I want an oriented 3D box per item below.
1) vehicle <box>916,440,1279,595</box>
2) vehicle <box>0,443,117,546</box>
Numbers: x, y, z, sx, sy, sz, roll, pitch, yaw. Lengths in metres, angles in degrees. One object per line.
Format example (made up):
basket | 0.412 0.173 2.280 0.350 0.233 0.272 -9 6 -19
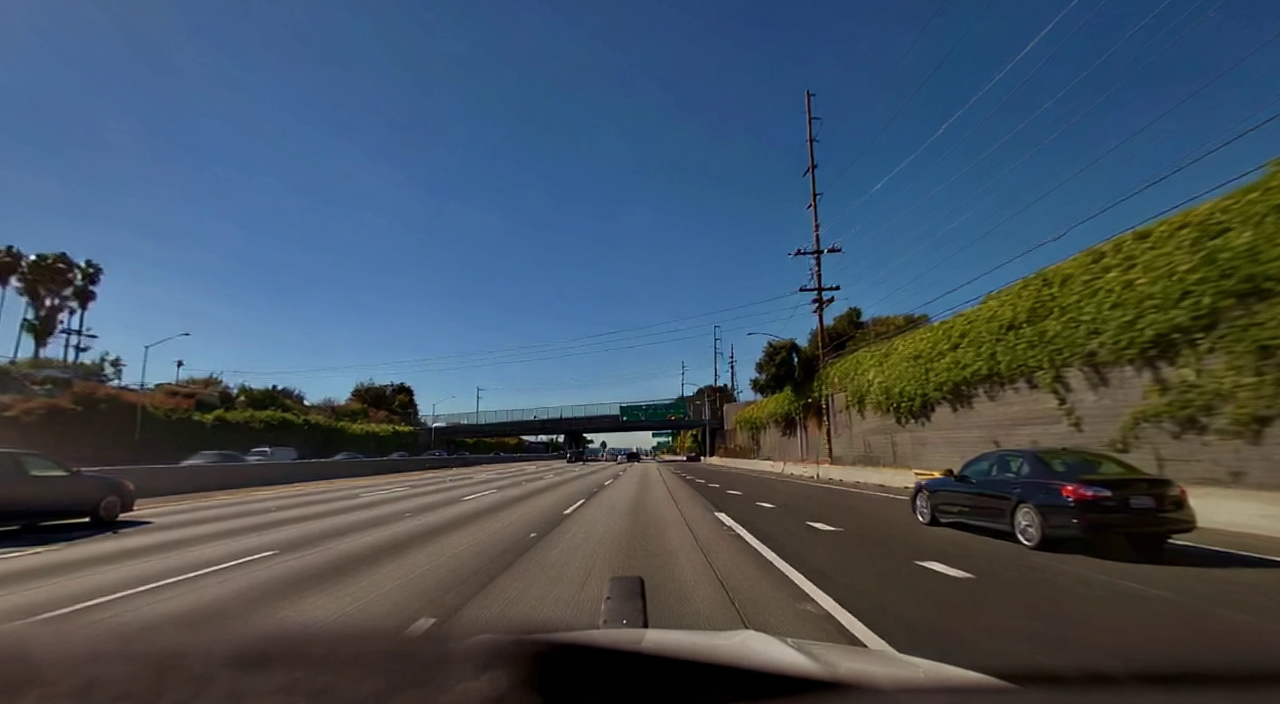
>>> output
vehicle | 6.000 2.012 8.774 2.009 1.508 4.874 0 -8 -1
vehicle | -10.261 2.000 8.728 2.056 1.476 4.562 0 -8 1
